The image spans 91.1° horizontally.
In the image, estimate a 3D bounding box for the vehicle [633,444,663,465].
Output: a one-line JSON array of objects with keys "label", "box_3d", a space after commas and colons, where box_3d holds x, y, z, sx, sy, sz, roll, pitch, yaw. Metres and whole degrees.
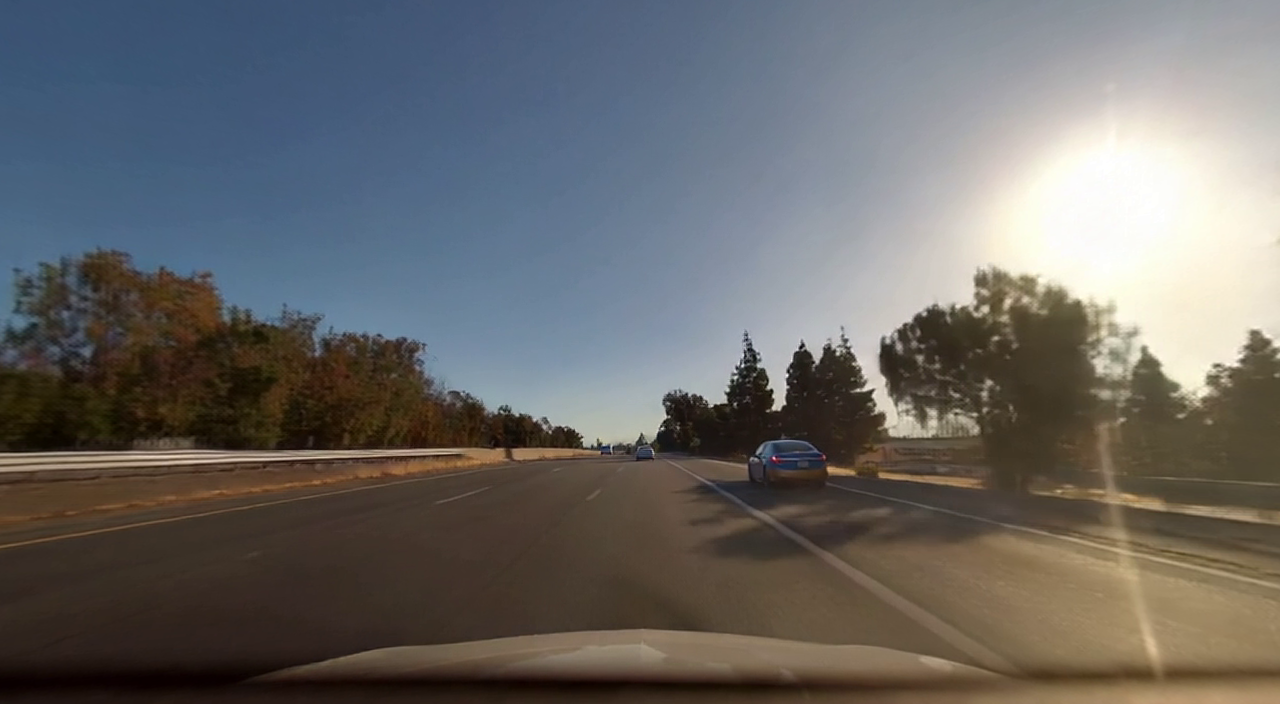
[{"label": "vehicle", "box_3d": [0.529, 7.382, 45.551, 2.052, 1.449, 3.857, 0, -8, 0]}]

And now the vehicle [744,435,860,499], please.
[{"label": "vehicle", "box_3d": [4.325, 3.135, 17.605, 2.008, 1.524, 4.598, 0, -8, 0]}]
